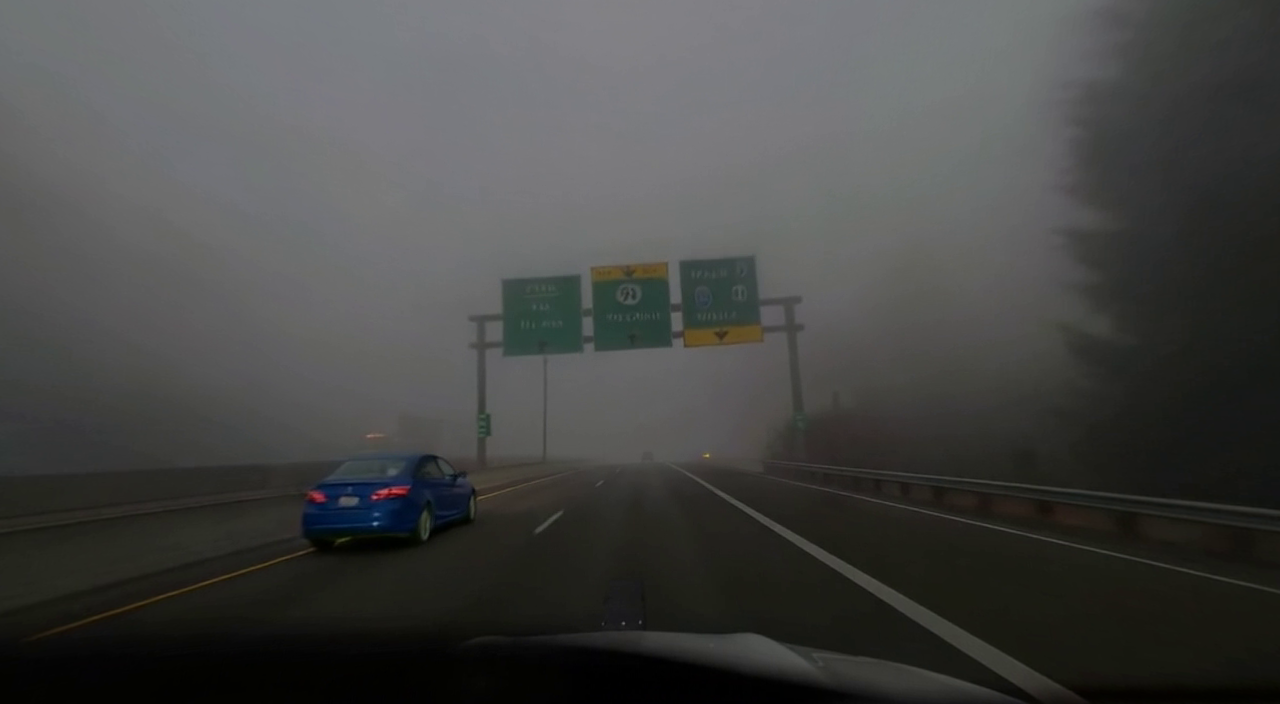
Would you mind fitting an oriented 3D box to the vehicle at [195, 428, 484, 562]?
[{"bbox_3d":[-4.117,2.043,9.771,2.160,1.552,4.592,0,-9,1],"label":"vehicle"}]
